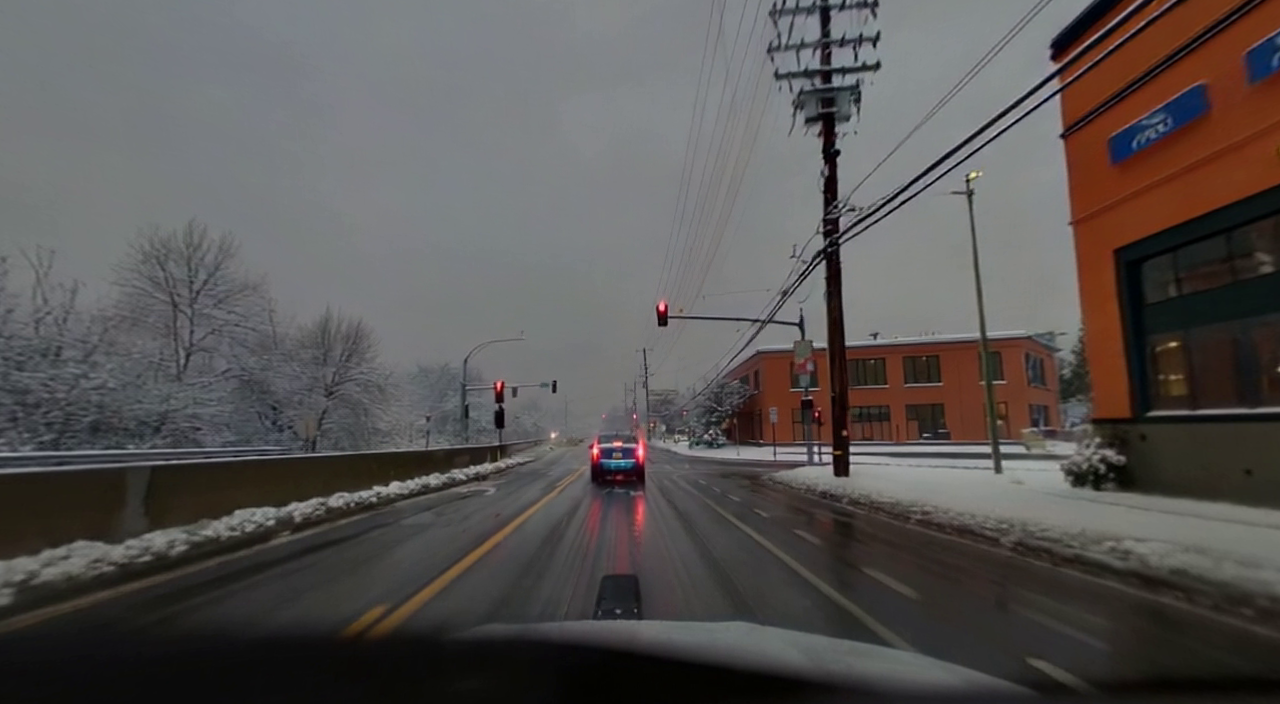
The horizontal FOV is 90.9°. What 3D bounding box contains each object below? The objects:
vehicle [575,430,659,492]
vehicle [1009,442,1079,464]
[{"bbox_3d":[-0.624,3.017,17.895,2.123,1.566,3.662,0,-8,-1],"label":"vehicle"},{"bbox_3d":[27.501,6.838,42.943,1.635,1.433,3.558,5,-9,-32],"label":"vehicle"}]
